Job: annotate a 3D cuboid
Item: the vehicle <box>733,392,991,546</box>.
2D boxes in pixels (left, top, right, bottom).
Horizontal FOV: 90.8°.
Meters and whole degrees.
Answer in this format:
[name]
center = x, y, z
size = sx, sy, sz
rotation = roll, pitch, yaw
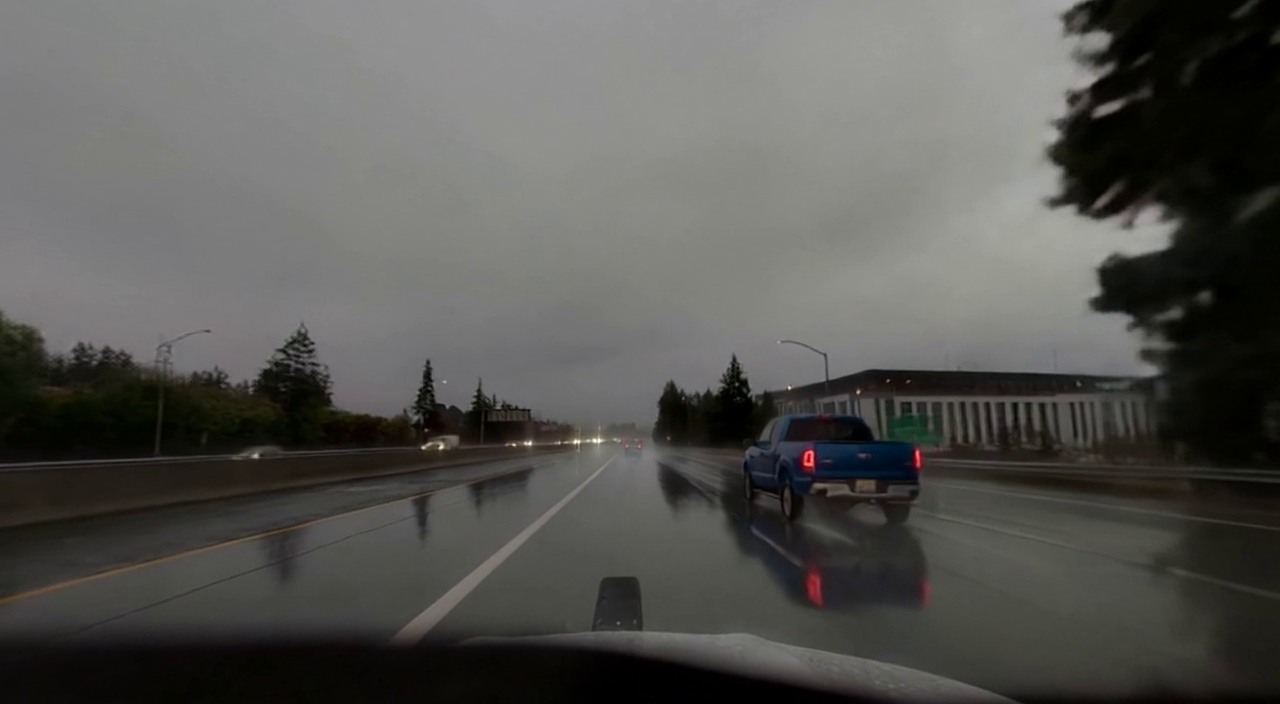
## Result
[vehicle]
center = 3.231, 1.850, 10.604
size = 2.462, 1.984, 4.718
rotation = 0, -8, -2
